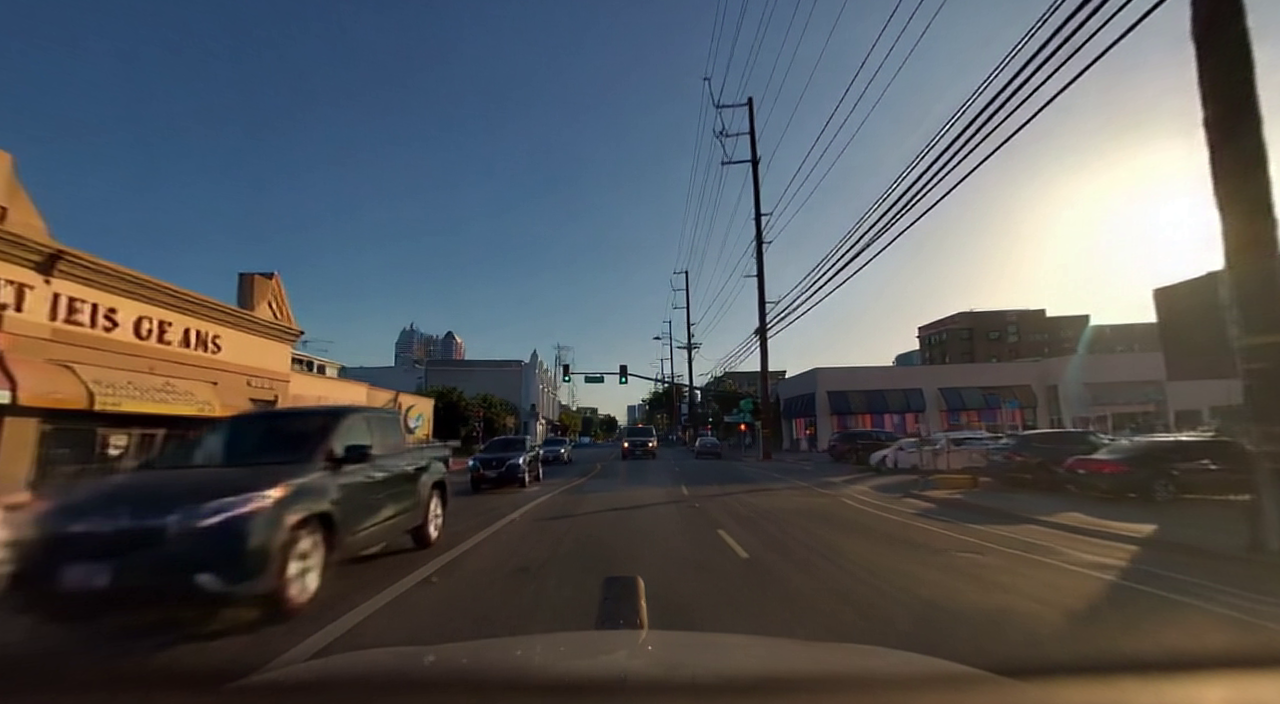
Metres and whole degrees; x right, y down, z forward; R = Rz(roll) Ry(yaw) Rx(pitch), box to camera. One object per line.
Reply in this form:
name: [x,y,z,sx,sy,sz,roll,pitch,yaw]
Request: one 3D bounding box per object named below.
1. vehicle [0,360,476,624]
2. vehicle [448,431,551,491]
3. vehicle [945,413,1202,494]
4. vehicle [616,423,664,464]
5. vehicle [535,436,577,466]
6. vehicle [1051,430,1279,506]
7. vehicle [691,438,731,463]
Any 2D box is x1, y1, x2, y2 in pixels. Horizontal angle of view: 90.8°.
vehicle: [-3.773,1.413,7.430,2.277,1.904,5.583,0,-8,-1]
vehicle: [-4.118,3.291,19.437,2.033,1.572,4.939,0,-8,0]
vehicle: [10.778,2.540,16.031,4.937,1.827,2.042,-1,-8,1]
vehicle: [0.028,5.646,39.060,2.683,2.295,6.404,0,-8,0]
vehicle: [-4.711,5.627,35.929,1.875,1.595,3.901,0,-8,-1]
vehicle: [11.476,2.406,13.310,4.238,1.464,1.862,-1,-9,2]
vehicle: [4.402,6.190,39.807,1.926,1.482,4.442,0,-8,0]
